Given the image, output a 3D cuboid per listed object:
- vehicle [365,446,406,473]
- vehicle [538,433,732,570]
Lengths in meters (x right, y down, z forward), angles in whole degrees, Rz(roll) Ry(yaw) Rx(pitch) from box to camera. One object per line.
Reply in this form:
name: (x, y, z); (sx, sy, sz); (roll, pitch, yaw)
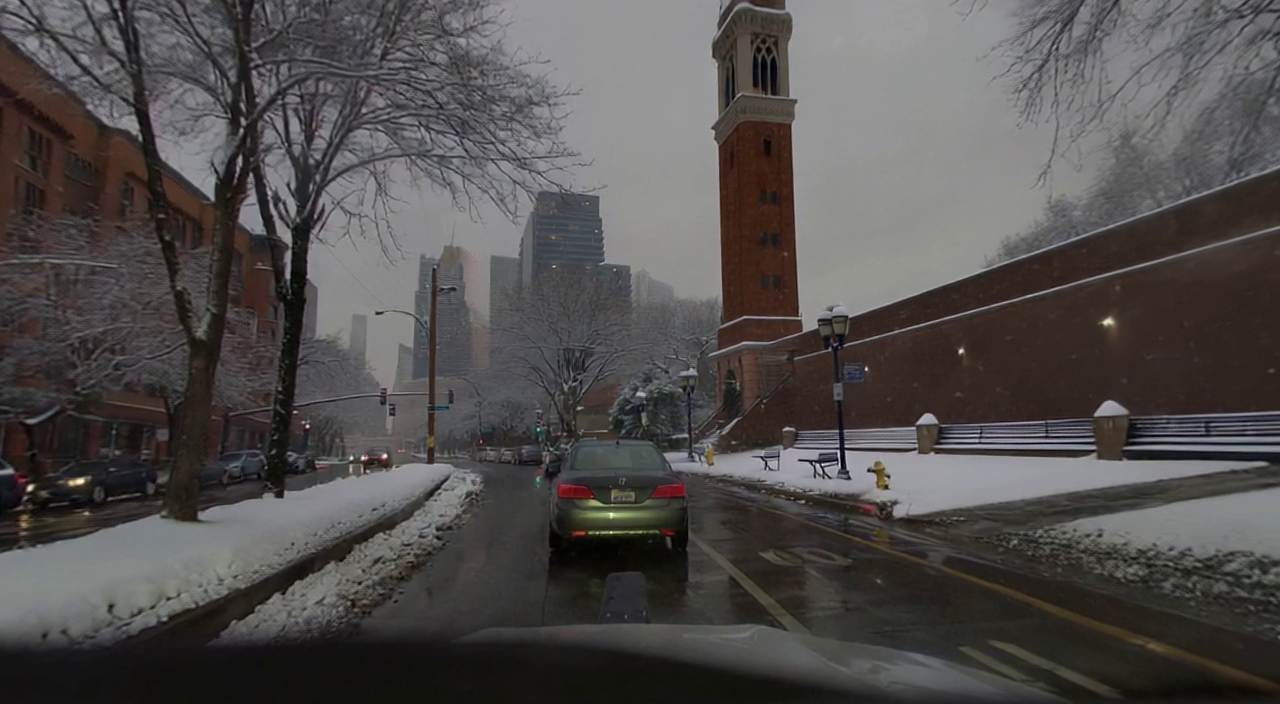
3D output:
vehicle: (-16.913, 7.129, 42.152); (2.179, 1.698, 4.549); (3, -9, -18)
vehicle: (-0.240, 1.940, 9.020); (2.142, 1.475, 4.051); (1, -8, -6)
